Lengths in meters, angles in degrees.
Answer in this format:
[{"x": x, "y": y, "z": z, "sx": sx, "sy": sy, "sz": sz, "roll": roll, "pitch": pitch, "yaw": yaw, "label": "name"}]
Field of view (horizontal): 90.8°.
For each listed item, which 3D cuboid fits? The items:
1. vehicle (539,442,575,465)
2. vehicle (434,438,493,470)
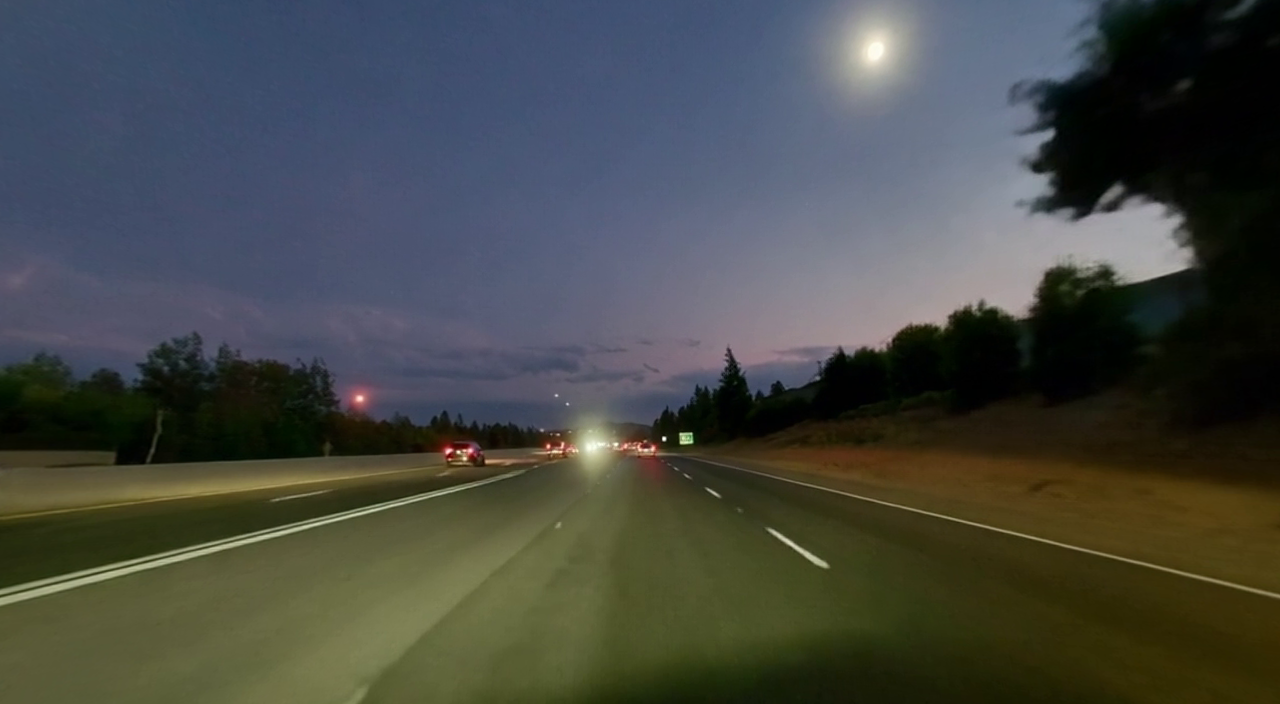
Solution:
[{"x": -6.232, "y": 7.683, "z": 47.950, "sx": 2.080, "sy": 1.694, "sz": 4.279, "roll": 0, "pitch": -9, "yaw": 2, "label": "vehicle"}, {"x": -10.621, "y": 6.152, "z": 38.388, "sx": 2.195, "sy": 1.795, "sz": 4.659, "roll": 0, "pitch": -9, "yaw": 1, "label": "vehicle"}]
